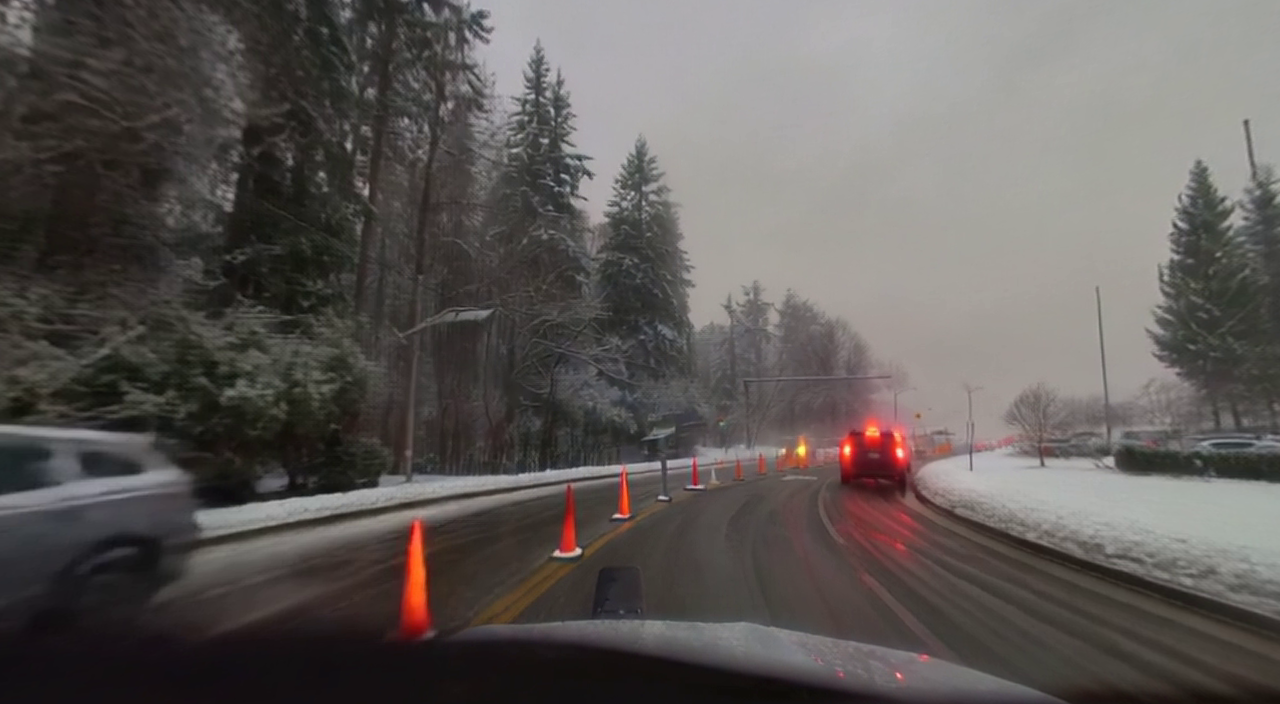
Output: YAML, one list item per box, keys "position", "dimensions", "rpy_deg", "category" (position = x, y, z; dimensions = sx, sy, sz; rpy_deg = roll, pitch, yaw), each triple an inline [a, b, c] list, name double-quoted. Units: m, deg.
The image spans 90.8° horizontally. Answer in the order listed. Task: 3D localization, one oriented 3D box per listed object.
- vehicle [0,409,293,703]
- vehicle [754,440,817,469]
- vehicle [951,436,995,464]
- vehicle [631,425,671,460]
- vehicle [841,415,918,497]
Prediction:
- position: [-3.878, 1.016, 2.905]
  dimensions: [1.945, 1.494, 4.201]
  rpy_deg: [0, -8, 4]
  category: "vehicle"
- position: [8.016, 5.555, 34.513]
  dimensions: [1.933, 1.428, 4.449]
  rpy_deg: [-5, -10, 33]
  category: "vehicle"
- position: [22.347, 6.524, 42.284]
  dimensions: [2.030, 1.774, 3.884]
  rpy_deg: [-5, -10, 34]
  category: "vehicle"
- position: [0.885, 7.082, 49.608]
  dimensions: [2.665, 2.465, 1.532]
  rpy_deg: [1, -6, 22]
  category: "vehicle"
- position: [7.150, 3.080, 19.151]
  dimensions: [1.913, 2.241, 3.024]
  rpy_deg: [-3, -7, 17]
  category: "vehicle"
